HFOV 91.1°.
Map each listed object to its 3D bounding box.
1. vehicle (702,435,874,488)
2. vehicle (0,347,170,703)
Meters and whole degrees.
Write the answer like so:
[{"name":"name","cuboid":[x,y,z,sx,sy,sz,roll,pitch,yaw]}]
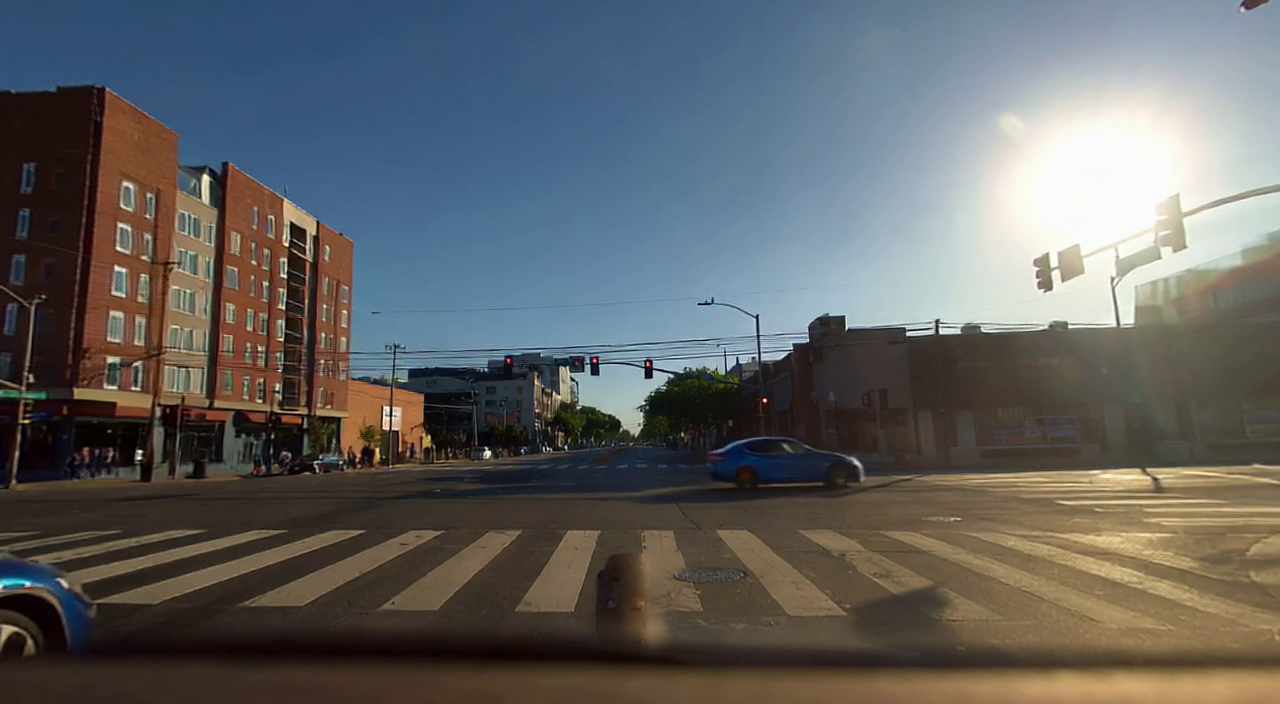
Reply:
[{"name":"vehicle","cuboid":[4.205,3.197,18.479,4.551,1.454,1.941,0,-8,0]},{"name":"vehicle","cuboid":[-3.629,0.615,1.060,2.109,1.692,4.587,0,-8,0]}]
